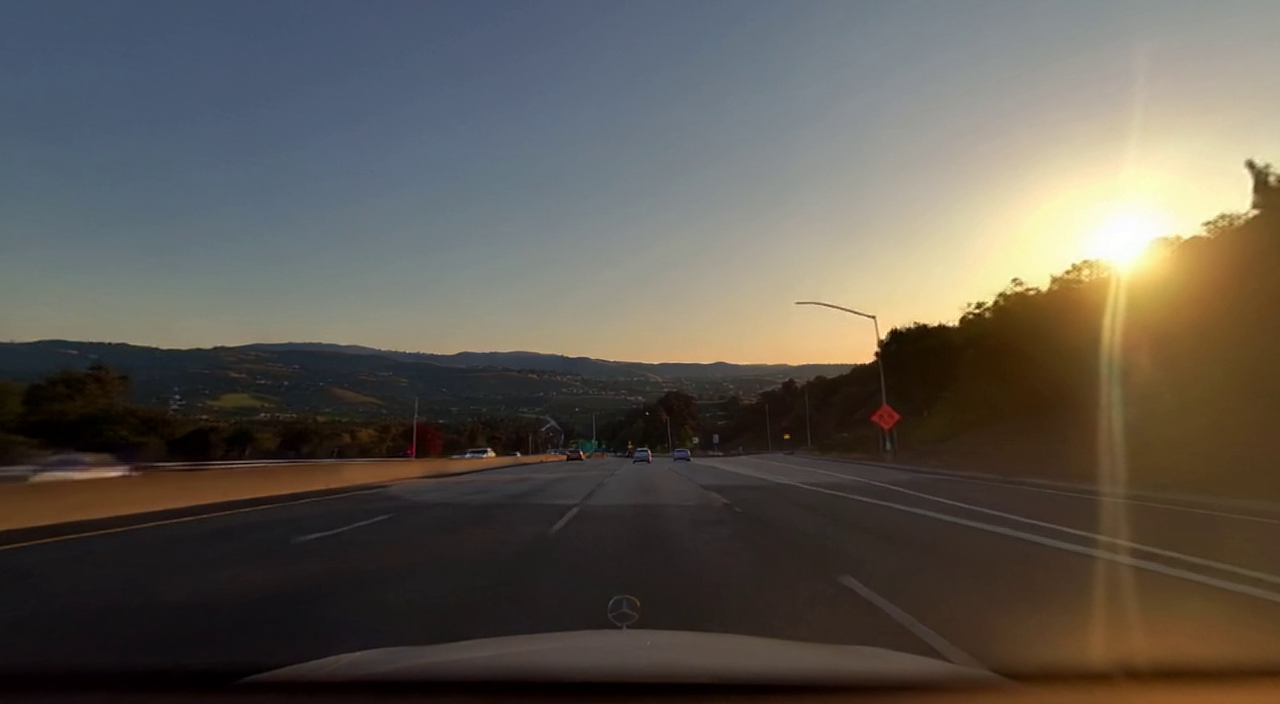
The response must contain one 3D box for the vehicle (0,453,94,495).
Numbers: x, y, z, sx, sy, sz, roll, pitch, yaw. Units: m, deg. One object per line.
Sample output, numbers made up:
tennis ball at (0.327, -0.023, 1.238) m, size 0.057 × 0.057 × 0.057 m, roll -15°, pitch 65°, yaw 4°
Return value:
vehicle at (-24.329, 4.713, 24.588) m, size 2.037 × 1.483 × 4.504 m, roll 0°, pitch -8°, yaw 0°
